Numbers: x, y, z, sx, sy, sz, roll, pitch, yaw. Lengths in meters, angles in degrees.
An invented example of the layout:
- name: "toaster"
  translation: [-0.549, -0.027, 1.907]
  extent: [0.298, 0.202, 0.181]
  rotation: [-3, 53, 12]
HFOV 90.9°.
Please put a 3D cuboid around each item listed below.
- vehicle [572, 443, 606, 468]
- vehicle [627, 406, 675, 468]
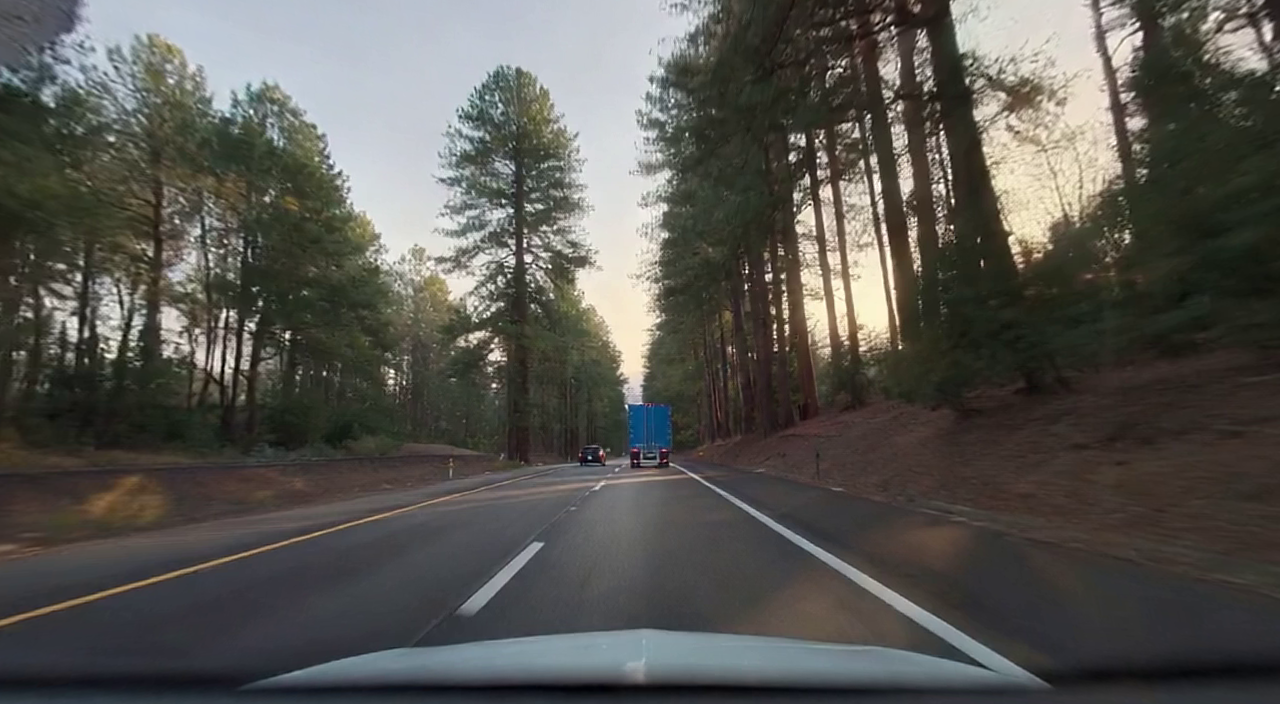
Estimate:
- name: "vehicle"
  translation: [-3.598, 7.412, 45.341]
  extent: [2.092, 1.702, 4.297]
  rotation: [0, -8, 0]
- name: "vehicle"
  translation: [0.713, 6.654, 49.082]
  extent: [3.320, 4.173, 11.889]
  rotation: [0, -8, 0]
